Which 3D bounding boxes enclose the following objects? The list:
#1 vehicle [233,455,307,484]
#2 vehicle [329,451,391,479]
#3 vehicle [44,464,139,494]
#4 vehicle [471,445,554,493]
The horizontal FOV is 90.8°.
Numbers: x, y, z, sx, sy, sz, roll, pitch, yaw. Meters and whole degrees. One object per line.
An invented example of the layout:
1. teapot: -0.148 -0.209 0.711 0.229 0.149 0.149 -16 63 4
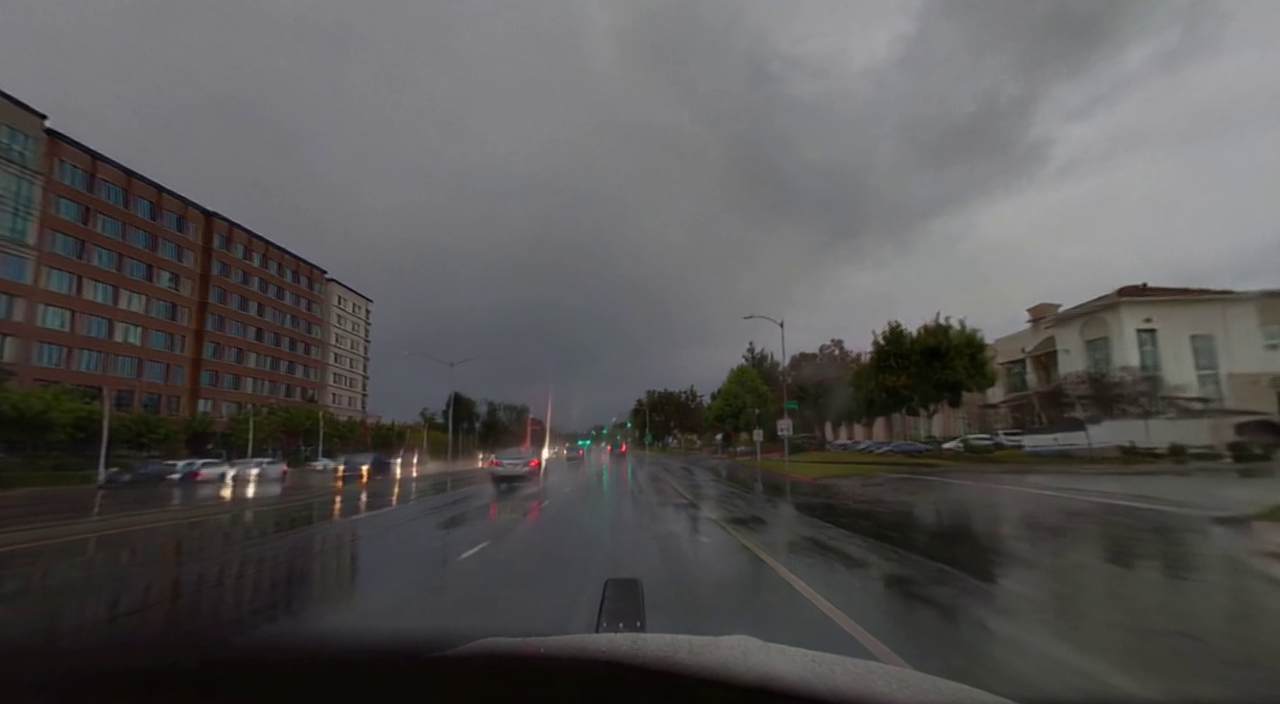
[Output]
1. vehicle: -22.982 7.310 39.458 1.891 1.625 4.366 0 -8 1
2. vehicle: -19.236 7.739 43.658 2.121 1.682 4.696 -2 -8 1
3. vehicle: -33.274 7.710 38.531 1.885 1.538 4.642 0 -8 -4
4. vehicle: -4.279 3.967 21.953 2.025 1.474 4.292 0 -8 0
